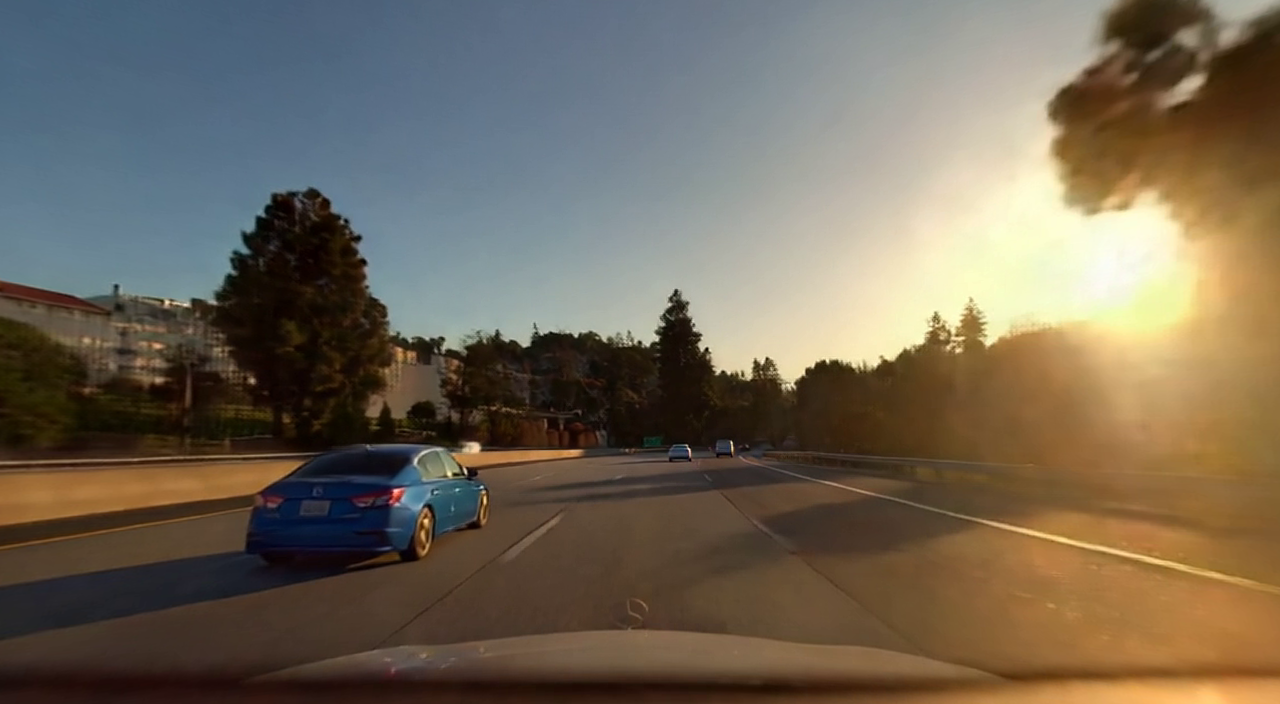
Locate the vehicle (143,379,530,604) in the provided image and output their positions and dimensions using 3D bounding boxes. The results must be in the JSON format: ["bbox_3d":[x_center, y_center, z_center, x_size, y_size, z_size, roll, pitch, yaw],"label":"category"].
[{"bbox_3d":[-2.913,1.498,7.656,2.185,1.823,4.854,0,-9,1],"label":"vehicle"}]

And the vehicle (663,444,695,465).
[{"bbox_3d":[2.739,7.256,44.773,2.158,1.458,3.656,0,-9,3],"label":"vehicle"}]
